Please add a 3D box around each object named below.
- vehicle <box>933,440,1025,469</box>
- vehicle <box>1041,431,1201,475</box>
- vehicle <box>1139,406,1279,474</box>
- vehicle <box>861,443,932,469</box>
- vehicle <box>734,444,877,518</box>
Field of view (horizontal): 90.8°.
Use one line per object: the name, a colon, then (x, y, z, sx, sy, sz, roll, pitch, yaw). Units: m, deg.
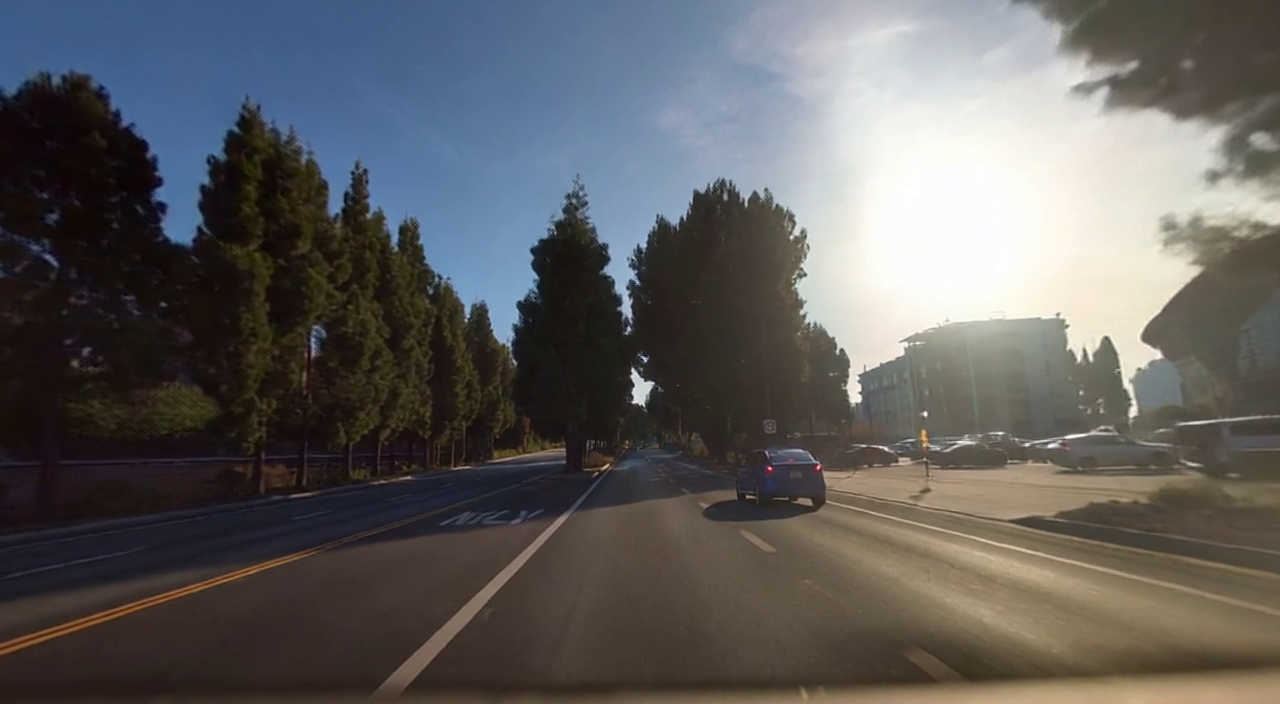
vehicle: (17.682, 5.344, 33.096, 3.622, 1.432, 2.029, 0, -9, -3)
vehicle: (18.162, 3.828, 24.016, 4.436, 1.556, 1.997, 0, -9, -2)
vehicle: (18.527, 2.523, 18.147, 6.156, 1.801, 2.491, -1, -9, 0)
vehicle: (19.418, 7.895, 47.873, 4.418, 1.418, 1.873, -5, -14, -2)
vehicle: (3.736, 2.974, 15.232, 2.114, 1.493, 4.430, 0, -8, -2)
